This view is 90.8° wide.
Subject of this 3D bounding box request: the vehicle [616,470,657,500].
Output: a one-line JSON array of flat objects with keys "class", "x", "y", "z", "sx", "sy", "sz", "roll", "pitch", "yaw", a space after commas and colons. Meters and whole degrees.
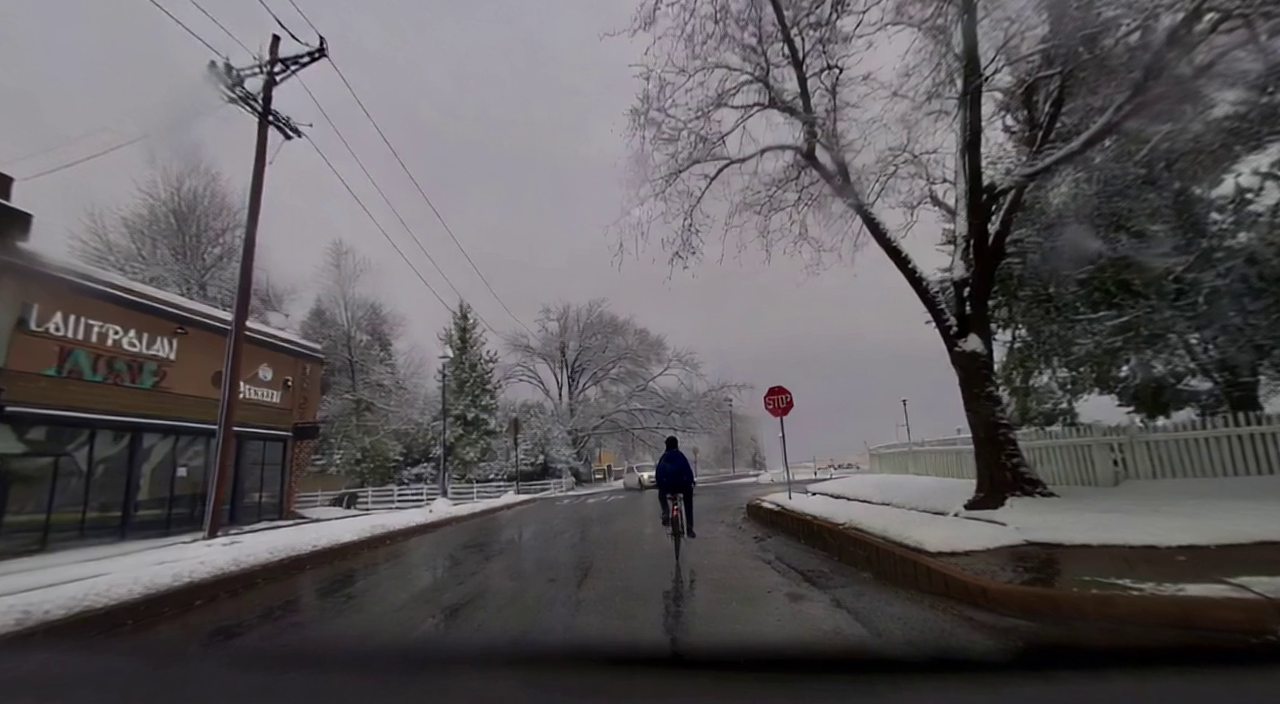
[{"class": "vehicle", "x": -0.143, "y": 8.047, "z": 38.455, "sx": 2.112, "sy": 1.479, "sz": 5.323, "roll": -1, "pitch": -9, "yaw": 4}]
